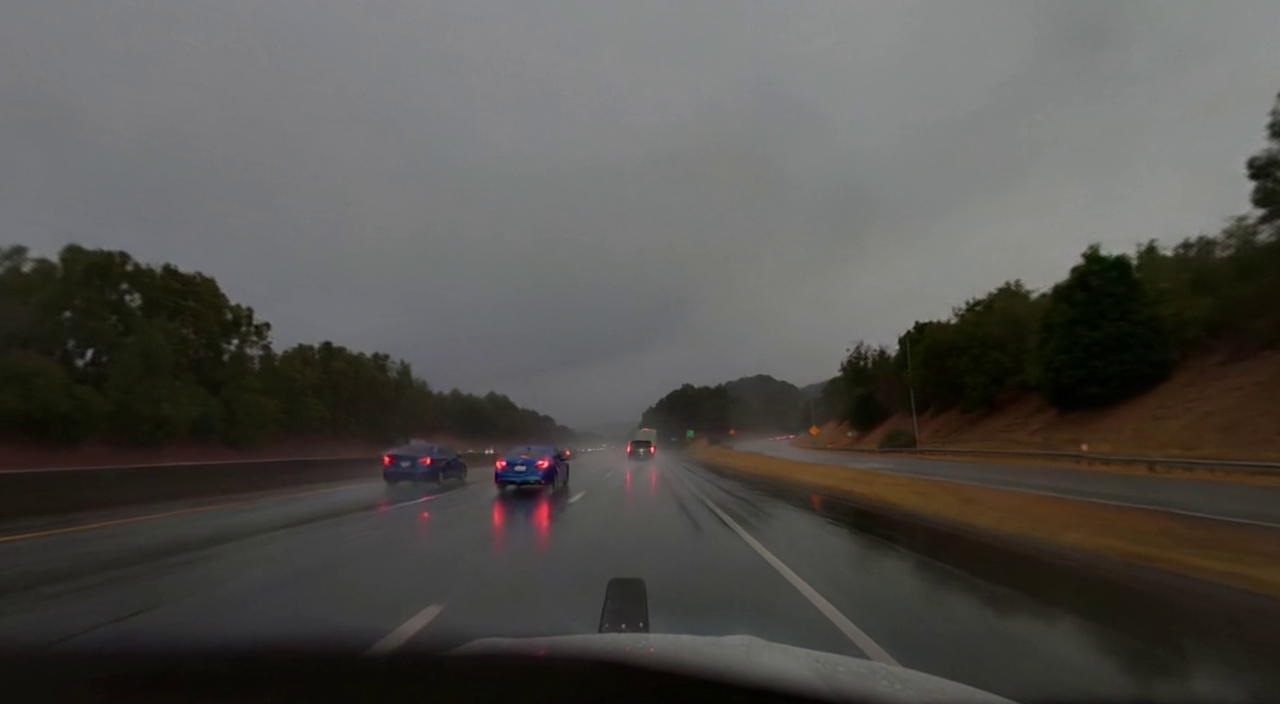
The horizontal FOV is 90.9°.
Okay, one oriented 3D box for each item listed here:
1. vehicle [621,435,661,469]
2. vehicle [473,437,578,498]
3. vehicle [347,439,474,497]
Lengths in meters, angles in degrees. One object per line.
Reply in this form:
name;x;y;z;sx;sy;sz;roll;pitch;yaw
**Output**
vehicle;0.086;6.188;39.097;2.309;1.915;5.130;0;-8;1
vehicle;-3.295;3.449;19.370;2.139;1.589;5.102;-1;-8;2
vehicle;-6.728;3.438;19.161;2.009;1.519;4.697;0;-8;1
